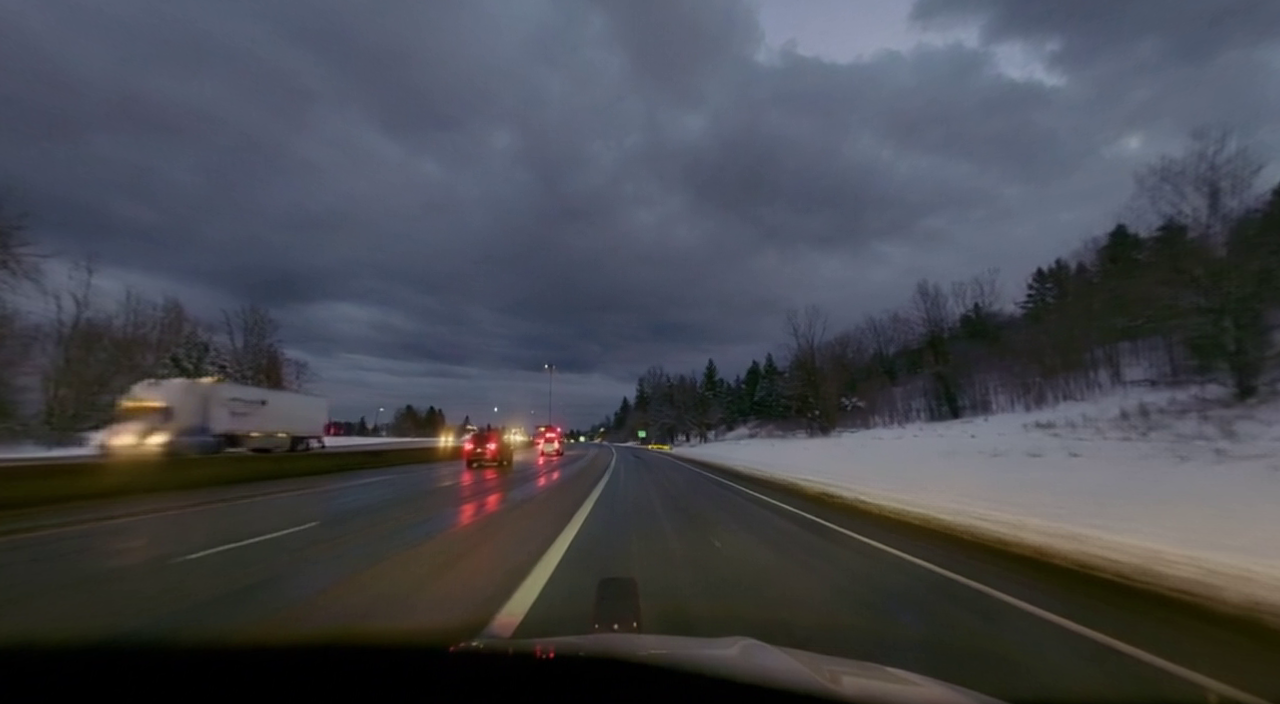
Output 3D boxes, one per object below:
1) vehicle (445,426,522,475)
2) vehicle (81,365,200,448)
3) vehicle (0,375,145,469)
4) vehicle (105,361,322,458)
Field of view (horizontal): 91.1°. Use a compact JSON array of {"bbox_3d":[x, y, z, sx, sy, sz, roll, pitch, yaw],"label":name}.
[{"bbox_3d":[-6.680,4.255,27.512,2.188,1.896,4.810,0,-8,-1],"label":"vehicle"},{"bbox_3d":[-25.131,2.821,31.825,3.013,3.630,2.793,6,-11,-3],"label":"vehicle"},{"bbox_3d":[-18.198,2.138,18.701,2.308,2.474,5.555,0,-8,1],"label":"vehicle"},{"bbox_3d":[-25.329,4.136,39.258,2.985,4.013,15.061,6,-12,0],"label":"vehicle"}]
